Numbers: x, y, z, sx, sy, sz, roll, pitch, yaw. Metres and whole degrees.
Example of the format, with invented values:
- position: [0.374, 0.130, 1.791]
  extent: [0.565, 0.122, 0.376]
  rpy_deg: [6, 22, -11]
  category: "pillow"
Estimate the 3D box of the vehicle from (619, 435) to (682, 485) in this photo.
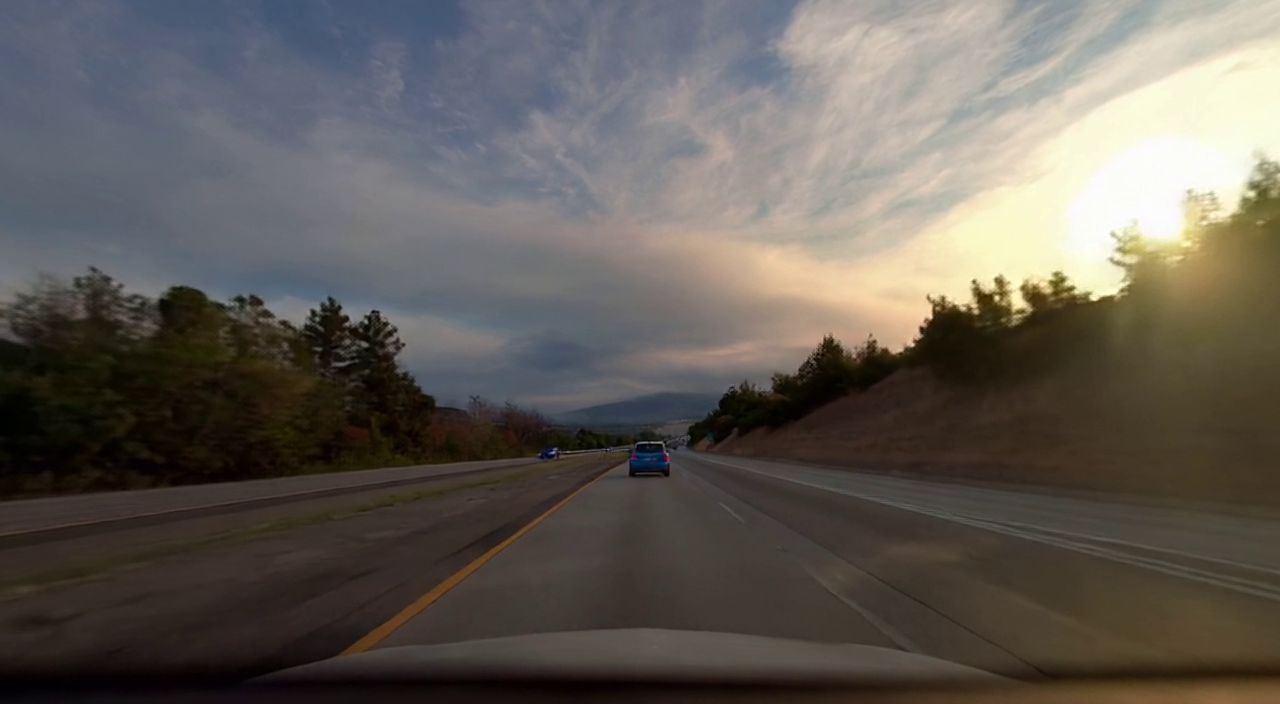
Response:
- position: [0.379, 4.141, 24.395]
  extent: [2.190, 1.706, 4.062]
  rpy_deg: [-1, -9, 0]
  category: "vehicle"
